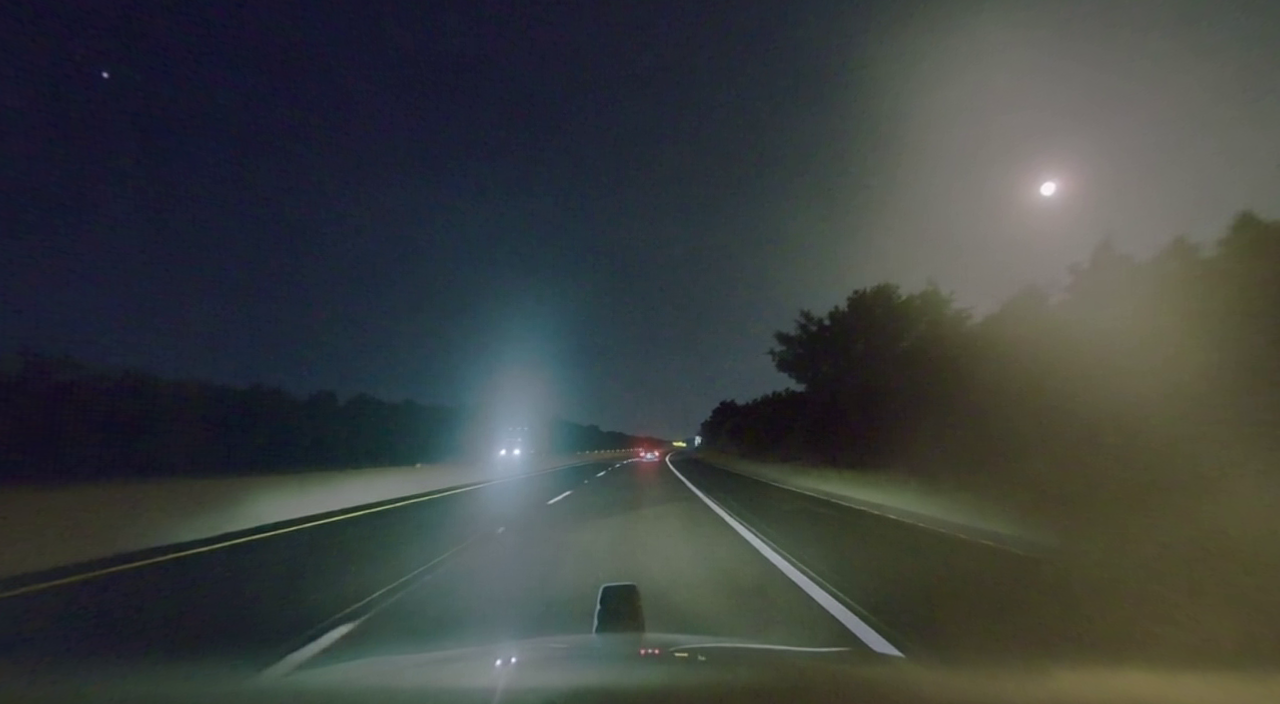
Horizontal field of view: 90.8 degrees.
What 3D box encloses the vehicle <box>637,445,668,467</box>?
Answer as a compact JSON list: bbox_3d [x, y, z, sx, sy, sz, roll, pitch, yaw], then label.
[{"bbox_3d":[0.980,7.820,47.545,2.221,1.603,4.149,0,-9,1],"label":"vehicle"}]
